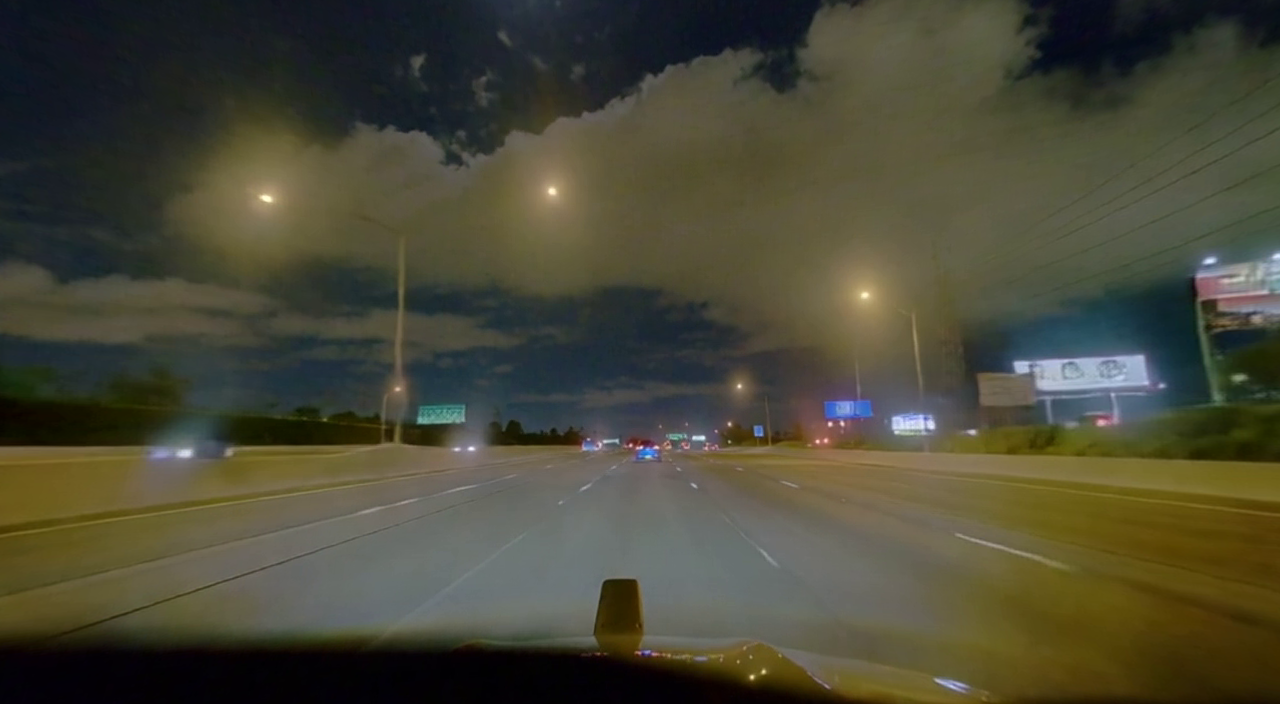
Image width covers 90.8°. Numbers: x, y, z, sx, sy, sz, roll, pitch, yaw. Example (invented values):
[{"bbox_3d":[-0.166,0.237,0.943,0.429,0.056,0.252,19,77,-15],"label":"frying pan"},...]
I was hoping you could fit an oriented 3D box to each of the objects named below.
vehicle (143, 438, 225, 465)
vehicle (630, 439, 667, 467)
[{"bbox_3d":[-26.538,5.794,36.927,1.848,1.486,3.811,-1,-8,2],"label":"vehicle"},{"bbox_3d":[0.541,5.966,37.547,2.074,1.574,3.971,0,-8,1],"label":"vehicle"}]
